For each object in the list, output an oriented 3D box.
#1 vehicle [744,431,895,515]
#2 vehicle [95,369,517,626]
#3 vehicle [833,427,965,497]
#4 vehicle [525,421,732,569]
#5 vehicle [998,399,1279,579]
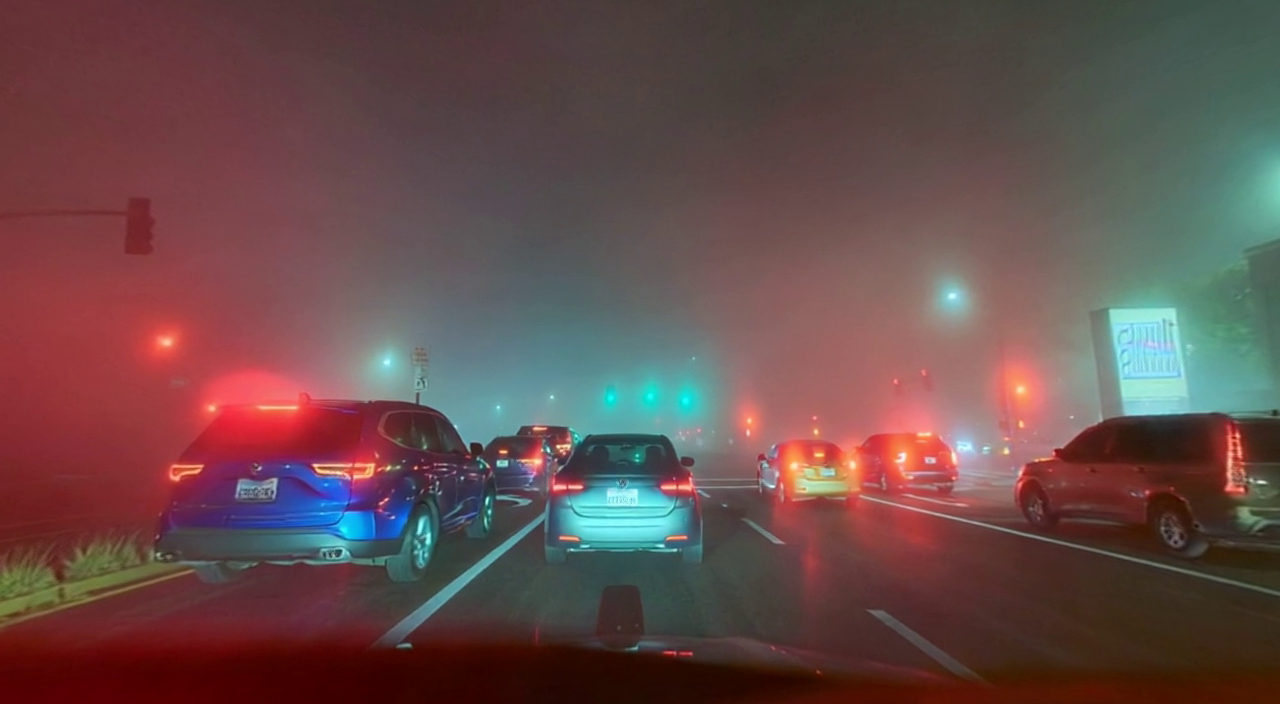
[{"bbox_3d":[3.591,2.501,13.594,1.861,1.473,4.393,0,-8,-1],"label":"vehicle"},{"bbox_3d":[-2.852,1.384,6.969,2.064,1.825,4.760,0,-8,-1],"label":"vehicle"},{"bbox_3d":[7.035,3.026,17.701,1.894,1.693,4.110,0,-8,-1],"label":"vehicle"},{"bbox_3d":[-0.152,1.748,8.461,2.097,1.480,4.006,0,-8,-1],"label":"vehicle"},{"bbox_3d":[7.241,1.668,8.432,2.068,1.731,4.752,0,-8,-1],"label":"vehicle"}]
